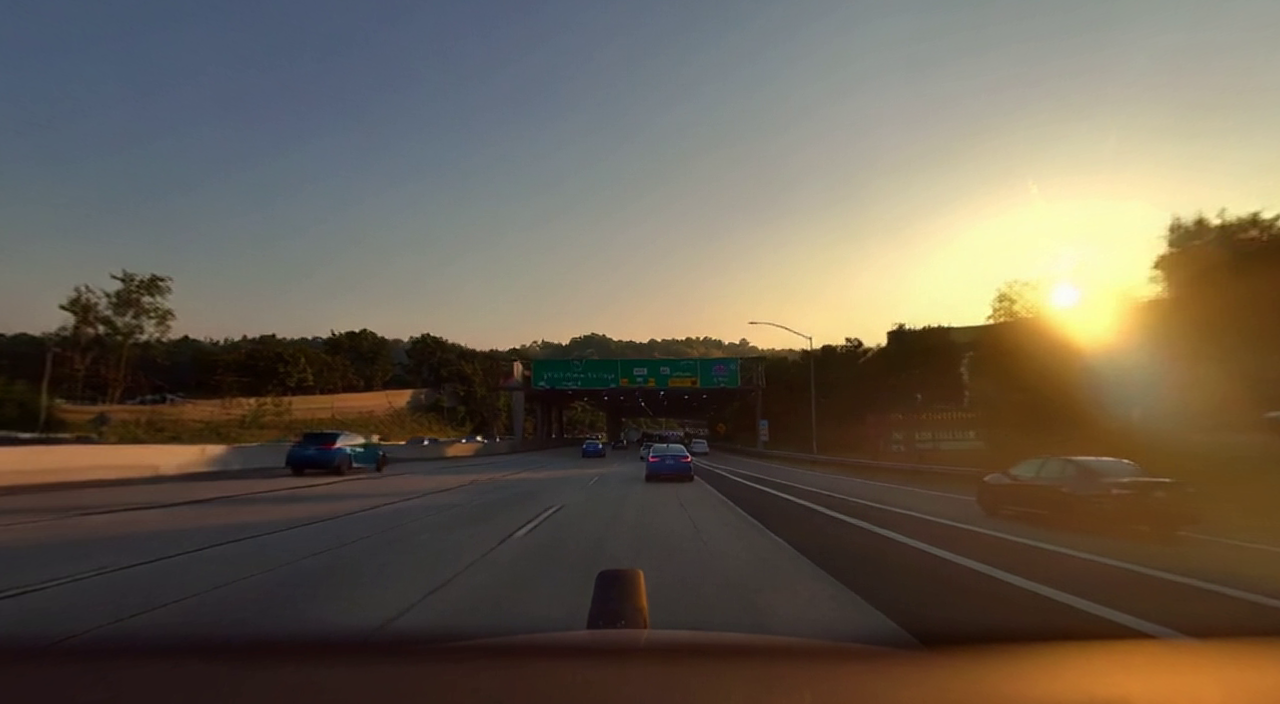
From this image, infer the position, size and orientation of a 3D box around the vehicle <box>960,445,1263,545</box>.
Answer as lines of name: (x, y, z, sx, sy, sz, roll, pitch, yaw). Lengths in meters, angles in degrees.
vehicle: (8.039, 2.426, 11.462, 2.030, 1.442, 4.358, 0, -8, -2)

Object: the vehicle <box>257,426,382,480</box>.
vehicle: (-10.957, 3.486, 22.001, 1.950, 1.664, 4.403, 0, -8, 1)

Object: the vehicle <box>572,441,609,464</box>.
vehicle: (-3.368, 6.917, 43.734, 2.047, 1.497, 4.208, 0, -8, 2)

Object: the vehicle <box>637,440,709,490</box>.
vehicle: (0.957, 3.619, 20.566, 2.113, 1.464, 4.073, 0, -8, 0)
